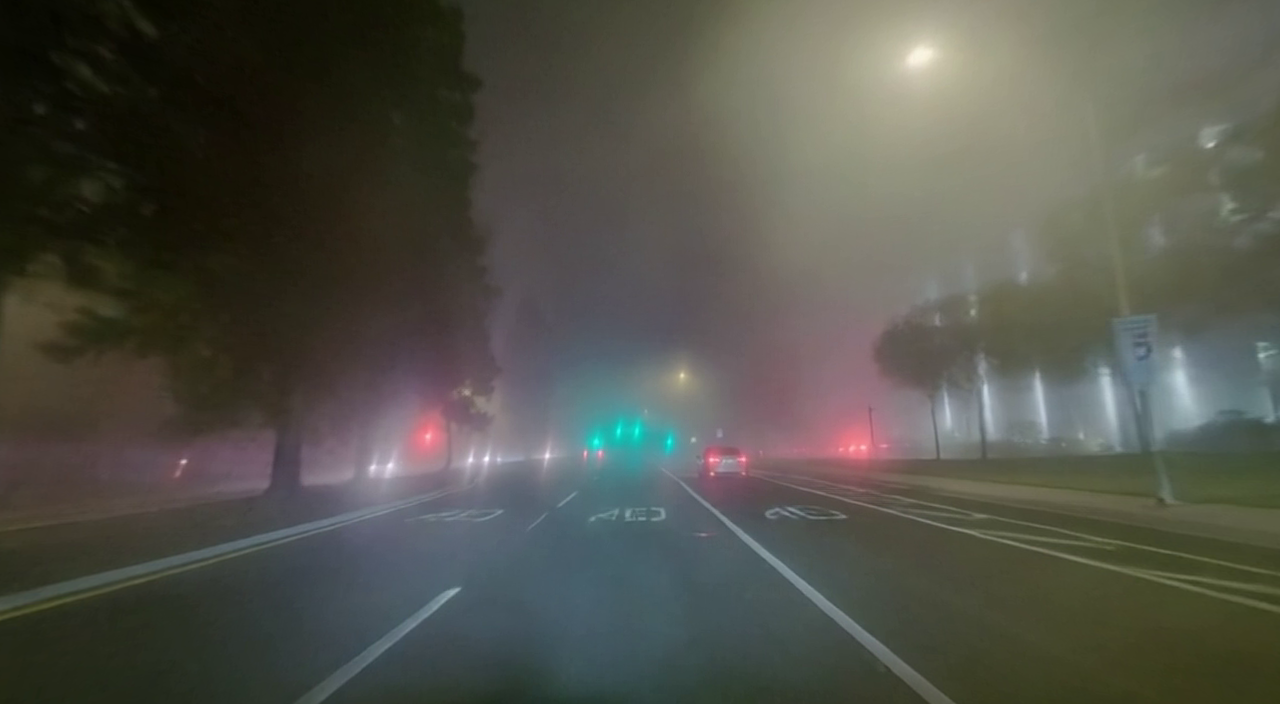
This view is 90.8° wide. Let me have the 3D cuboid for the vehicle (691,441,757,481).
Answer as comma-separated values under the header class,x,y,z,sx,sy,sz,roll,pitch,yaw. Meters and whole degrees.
class,x,y,z,sx,sy,sz,roll,pitch,yaw
vehicle,3.288,4.348,25.599,1.966,1.449,4.290,0,-8,-1
